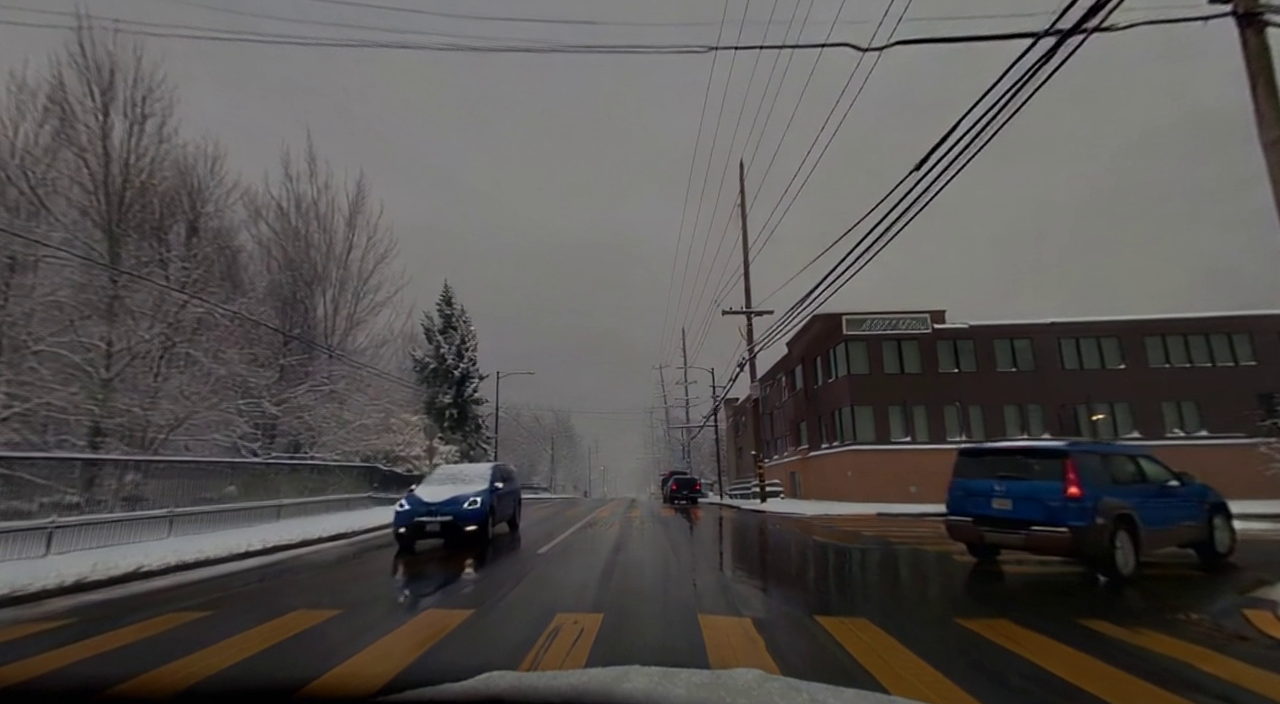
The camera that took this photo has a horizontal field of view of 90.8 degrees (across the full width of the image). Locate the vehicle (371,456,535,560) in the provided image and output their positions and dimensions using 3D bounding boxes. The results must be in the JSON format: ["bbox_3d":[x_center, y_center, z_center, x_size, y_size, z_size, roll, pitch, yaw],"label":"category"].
[{"bbox_3d":[-3.334,2.828,12.182,1.911,1.563,4.057,0,-8,0],"label":"vehicle"}]

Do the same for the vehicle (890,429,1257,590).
[{"bbox_3d":[6.349,2.072,9.252,4.872,1.789,2.214,4,-9,-27],"label":"vehicle"}]

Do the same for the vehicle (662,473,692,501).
[{"bbox_3d":[2.817,10.374,48.771,1.953,1.774,5.008,0,-8,-1],"label":"vehicle"}]

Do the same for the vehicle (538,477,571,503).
[{"bbox_3d":[-6.632,10.710,49.370,1.913,1.682,4.365,0,-8,0],"label":"vehicle"}]
